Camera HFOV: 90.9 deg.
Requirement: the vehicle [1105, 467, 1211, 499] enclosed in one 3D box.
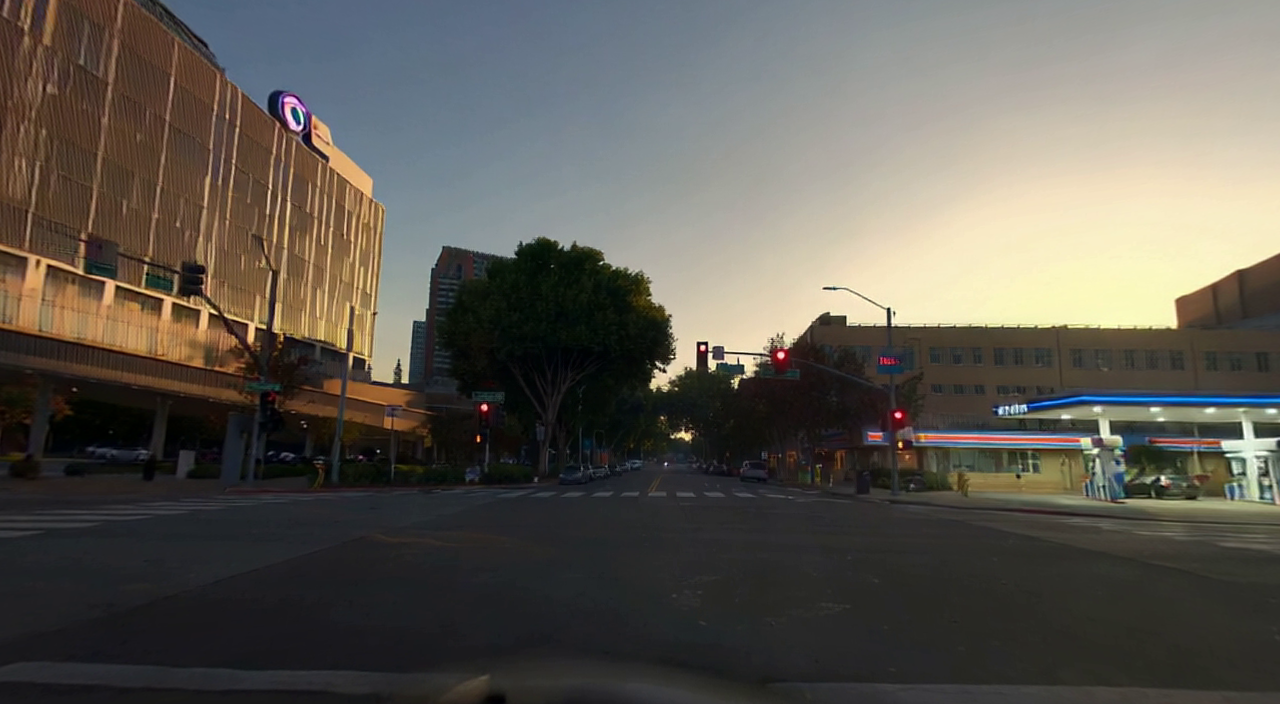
[{"bbox_3d":[28.010,7.073,34.309,1.897,1.466,4.211,1,-8,-6],"label":"vehicle"}]
